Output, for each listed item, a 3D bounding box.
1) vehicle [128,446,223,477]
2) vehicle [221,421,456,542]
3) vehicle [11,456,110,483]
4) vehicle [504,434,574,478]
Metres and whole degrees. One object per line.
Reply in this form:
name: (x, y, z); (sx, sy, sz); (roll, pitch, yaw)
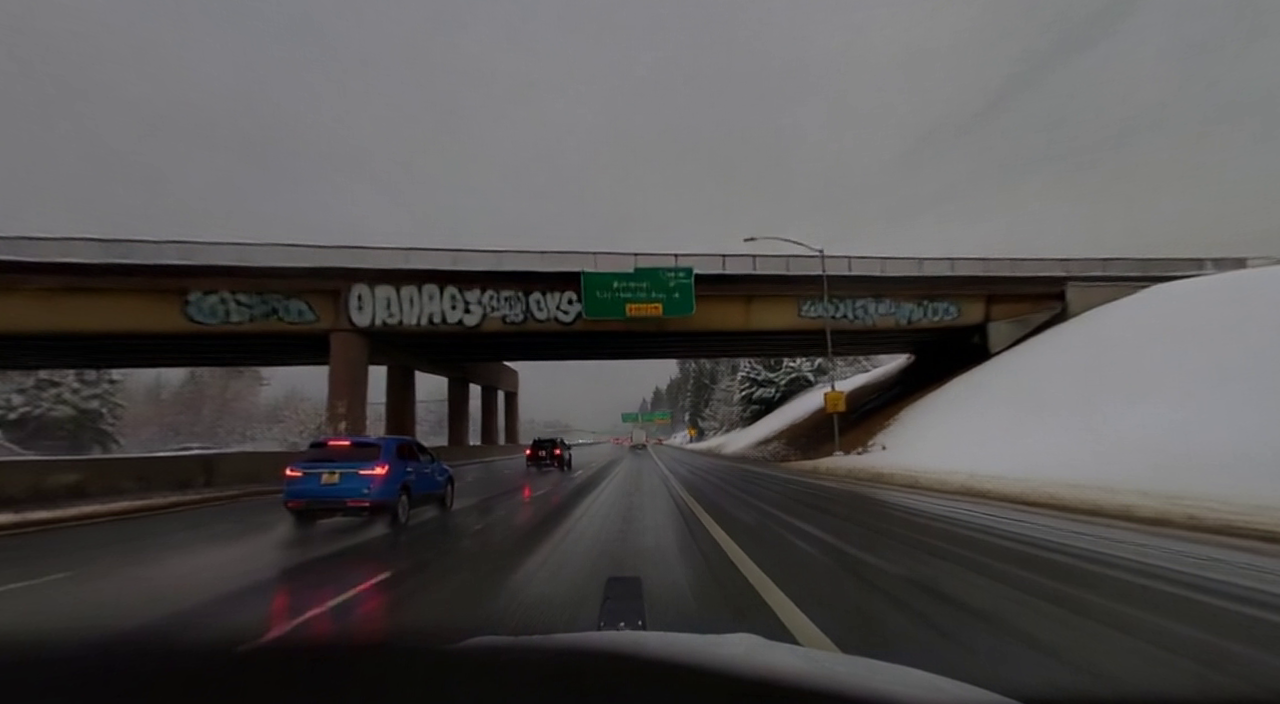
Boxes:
vehicle: (-24.853, 5.850, 33.813); (1.809, 1.520, 4.355); (0, -8, 0)
vehicle: (-4.706, 2.060, 10.607); (1.969, 1.633, 3.962); (0, -8, 0)
vehicle: (-36.567, 7.417, 39.828); (1.863, 1.447, 4.651); (0, -8, 0)
vehicle: (-4.096, 4.316, 26.340); (2.154, 1.693, 4.394); (0, -8, 1)
